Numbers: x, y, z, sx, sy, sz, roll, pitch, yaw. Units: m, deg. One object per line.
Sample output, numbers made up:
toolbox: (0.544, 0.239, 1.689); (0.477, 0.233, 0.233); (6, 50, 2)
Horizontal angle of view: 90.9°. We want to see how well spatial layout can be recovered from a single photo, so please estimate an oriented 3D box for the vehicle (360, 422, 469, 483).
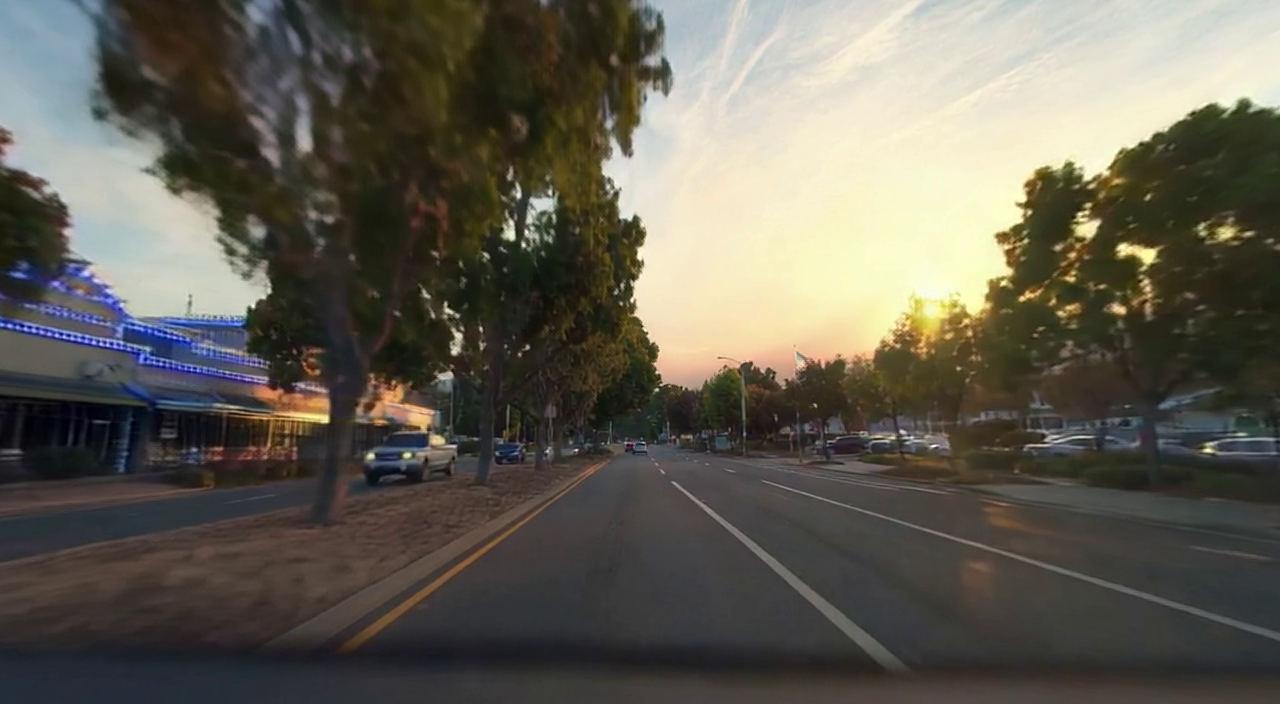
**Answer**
vehicle: (-8.213, 3.726, 23.569); (2.171, 1.975, 5.168); (0, -8, 0)
